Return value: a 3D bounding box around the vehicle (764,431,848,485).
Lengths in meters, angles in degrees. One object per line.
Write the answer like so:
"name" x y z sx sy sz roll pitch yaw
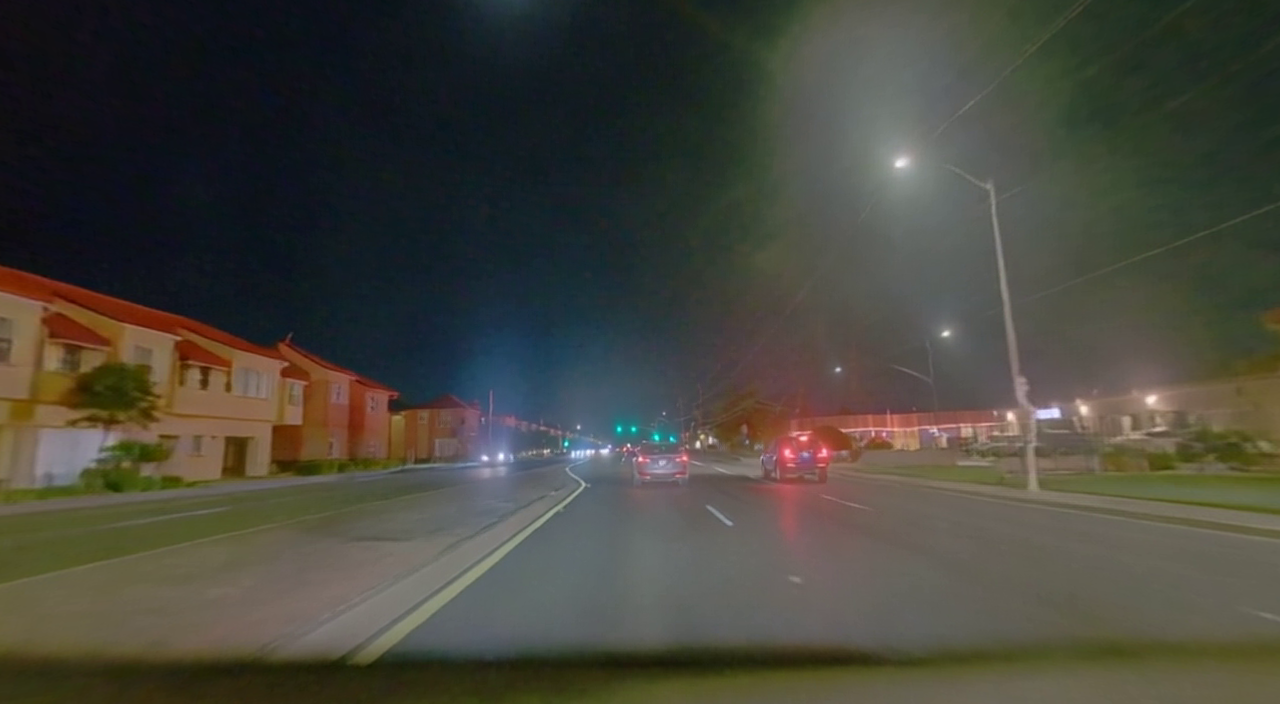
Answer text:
"vehicle" 6.314 4.107 24.493 2.061 1.889 4.268 0 -9 0

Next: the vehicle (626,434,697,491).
"vehicle" 0.645 3.672 21.204 2.138 1.702 4.168 0 -9 0
